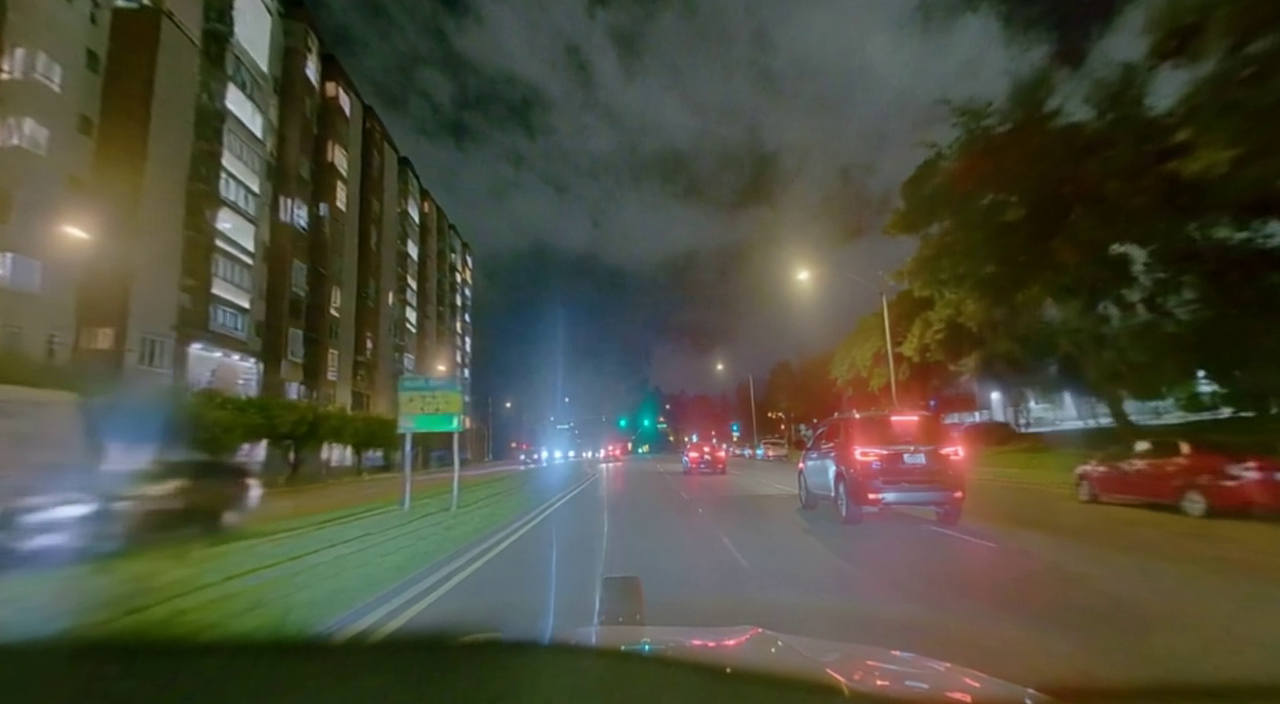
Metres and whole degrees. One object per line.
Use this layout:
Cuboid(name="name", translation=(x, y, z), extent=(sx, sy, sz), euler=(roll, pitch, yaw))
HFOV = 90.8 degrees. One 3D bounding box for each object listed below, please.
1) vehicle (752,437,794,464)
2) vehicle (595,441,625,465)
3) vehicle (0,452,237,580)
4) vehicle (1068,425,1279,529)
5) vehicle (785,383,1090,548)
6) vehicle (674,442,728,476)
Cuboid(name="vehicle", translation=(9.547, 7.123, 45.778), extent=(2.064, 1.837, 4.724), euler=(0, -9, 0))
Cuboid(name="vehicle", translation=(-2.298, 7.577, 47.586), extent=(2.065, 1.716, 4.265), euler=(1, -9, -5))
Cuboid(name="vehicle", translation=(-8.678, 2.323, 9.789), extent=(1.949, 1.503, 4.388), euler=(0, -9, 0))
Cuboid(name="vehicle", translation=(10.151, 2.092, 10.997), extent=(2.134, 1.472, 4.519), euler=(0, -9, -2))
Cuboid(name="vehicle", translation=(4.314, 1.831, 10.706), extent=(2.427, 2.017, 5.763), euler=(0, -9, 1))
Cuboid(name="vehicle", translation=(2.782, 5.013, 29.803), extent=(2.003, 1.480, 4.494), euler=(0, -9, -1))
